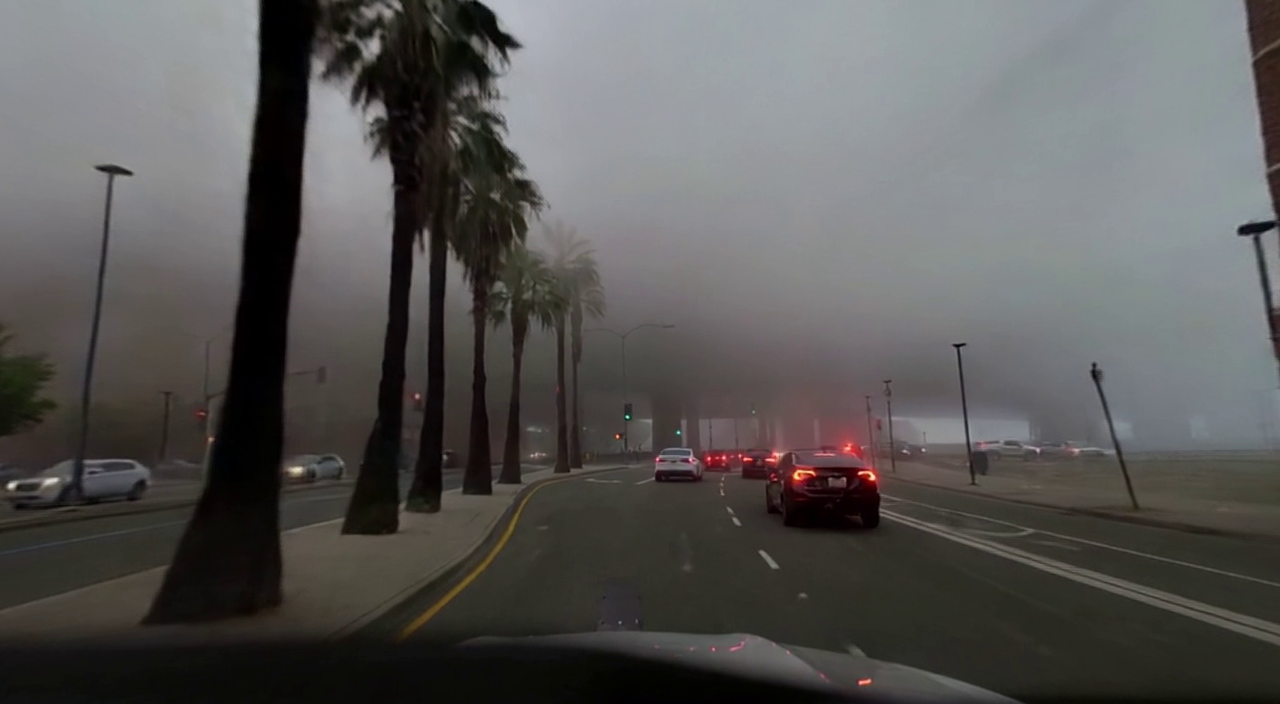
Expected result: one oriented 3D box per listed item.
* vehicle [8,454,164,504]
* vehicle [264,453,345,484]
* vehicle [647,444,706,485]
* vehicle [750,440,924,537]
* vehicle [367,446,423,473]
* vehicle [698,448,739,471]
[{"bbox_3d":[-19.921,4.549,22.937,1.850,1.590,4.201,0,-9,-1],"label":"vehicle"},{"bbox_3d":[-17.789,6.151,33.627,1.912,1.482,4.495,0,-9,-1],"label":"vehicle"},{"bbox_3d":[1.561,4.538,25.640,2.077,1.518,3.760,-1,-9,8],"label":"vehicle"},{"bbox_3d":[3.526,2.514,12.398,2.051,1.509,4.933,0,-9,3],"label":"vehicle"},{"bbox_3d":[-17.337,7.612,44.819,2.040,1.749,4.796,0,-9,0],"label":"vehicle"},{"bbox_3d":[5.508,7.367,43.488,2.134,1.492,4.674,-2,-9,15],"label":"vehicle"}]
